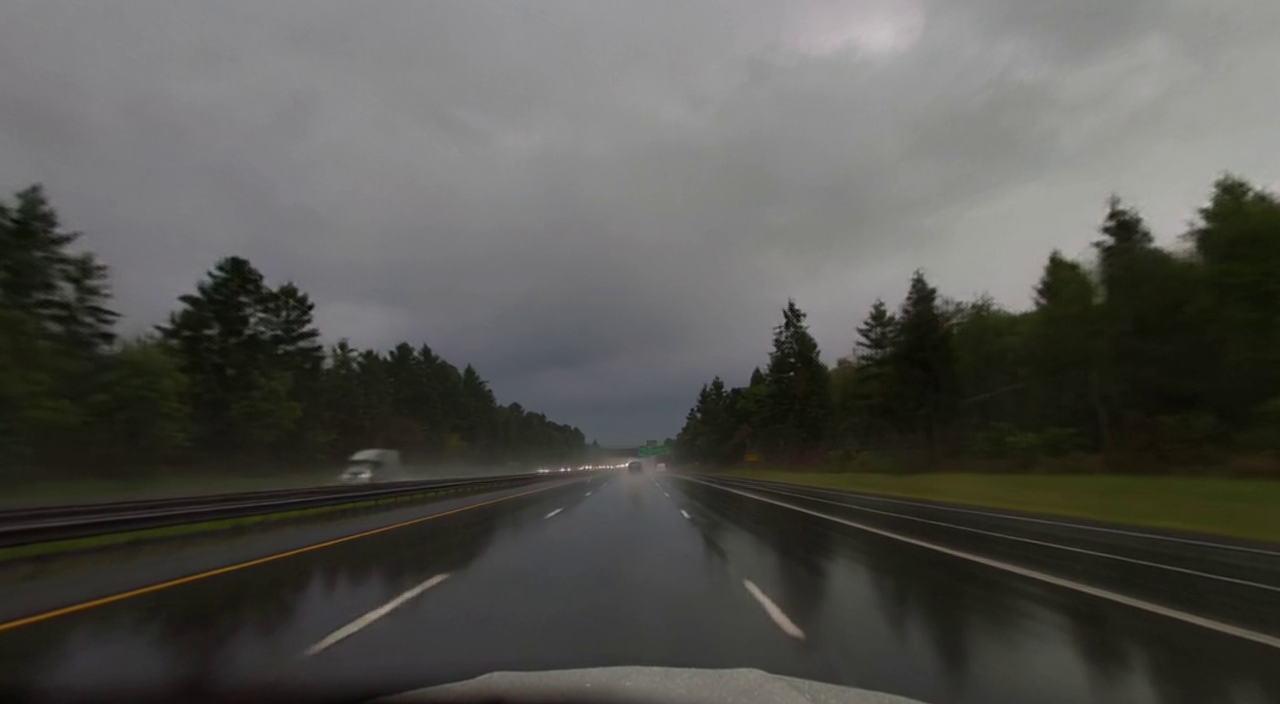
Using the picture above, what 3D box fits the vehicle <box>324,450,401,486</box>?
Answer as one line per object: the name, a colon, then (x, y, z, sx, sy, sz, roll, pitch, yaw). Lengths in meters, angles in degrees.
vehicle: (-15.997, 6.771, 36.670, 2.136, 1.895, 5.181, 1, -11, 0)
